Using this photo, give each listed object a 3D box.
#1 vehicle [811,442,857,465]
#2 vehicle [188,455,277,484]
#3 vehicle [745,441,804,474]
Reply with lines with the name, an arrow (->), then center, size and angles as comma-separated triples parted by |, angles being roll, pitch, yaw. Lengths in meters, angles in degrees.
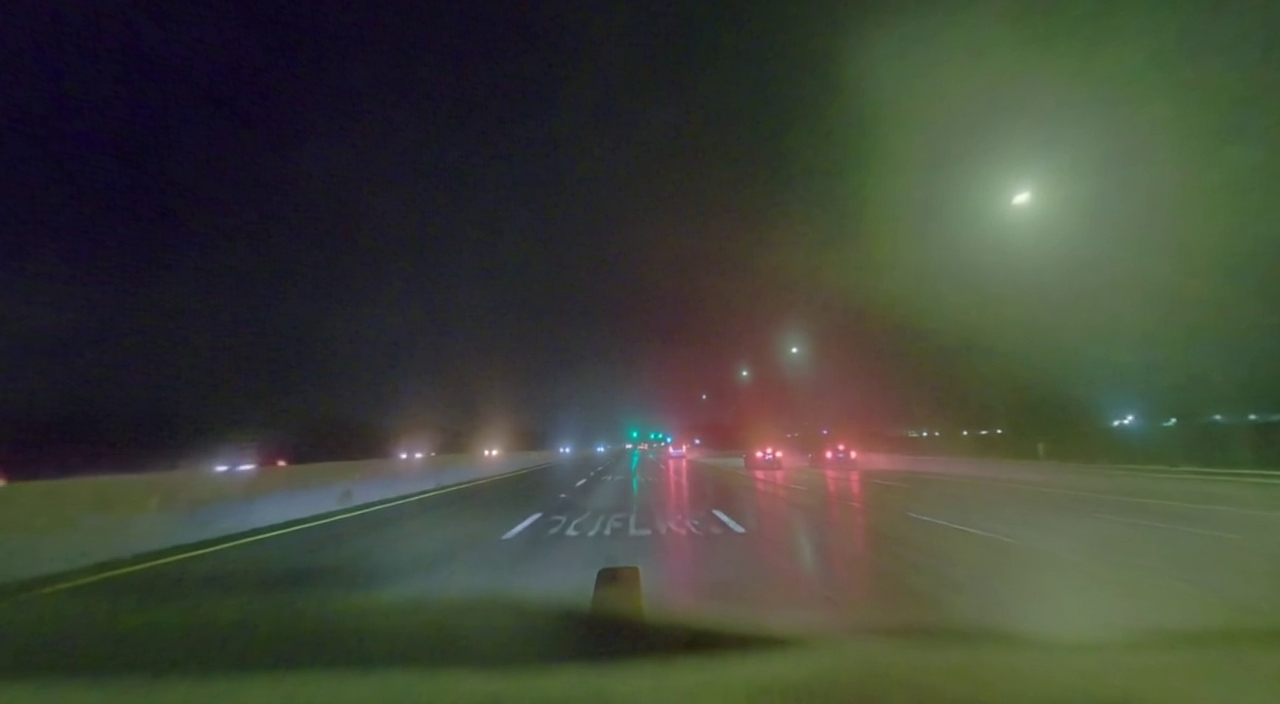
vehicle -> 14.545, 7.623, 47.651 | 2.025, 1.595, 4.268 | 0, -8, -1
vehicle -> -21.648, 6.244, 33.784 | 1.940, 1.415, 4.270 | 0, -9, -1
vehicle -> 6.686, 5.293, 31.822 | 2.038, 1.528, 3.910 | 0, -9, -1
